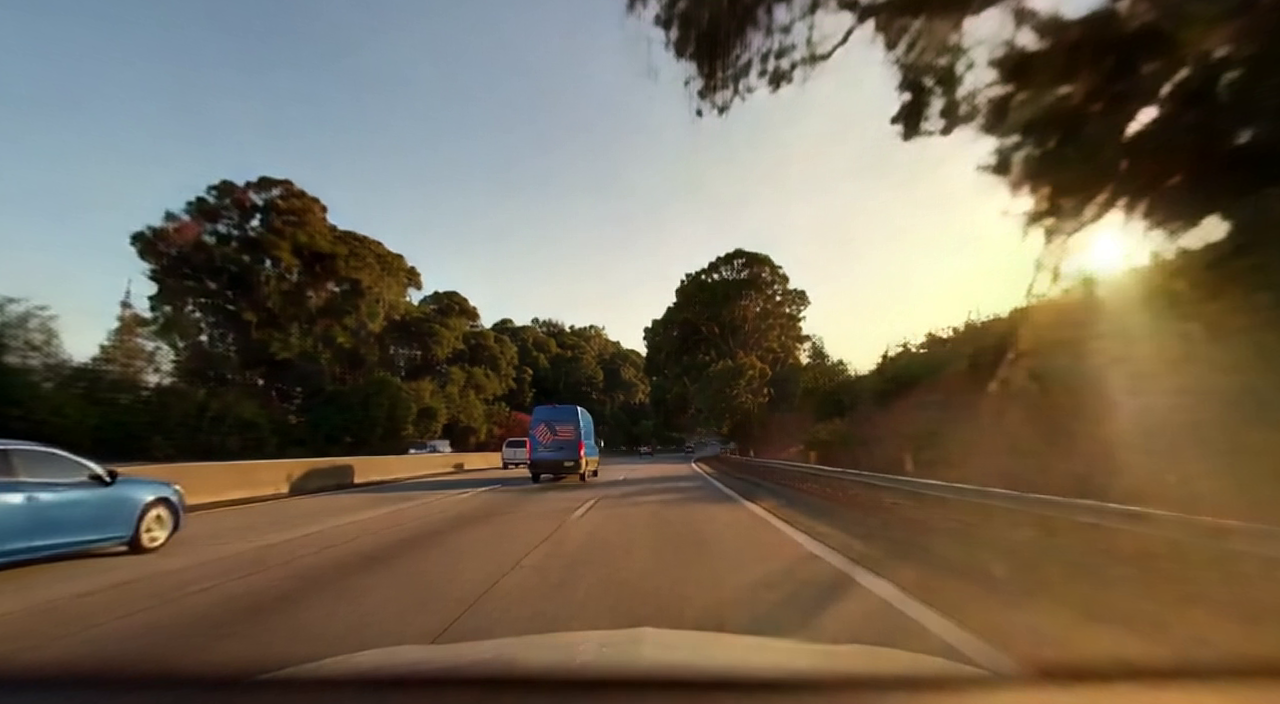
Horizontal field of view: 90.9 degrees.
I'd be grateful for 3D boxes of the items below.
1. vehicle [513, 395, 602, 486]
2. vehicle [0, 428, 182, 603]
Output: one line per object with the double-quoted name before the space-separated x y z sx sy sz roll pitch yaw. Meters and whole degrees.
"vehicle" -2.829 3.261 23.138 2.319 2.883 5.632 0 -8 2
"vehicle" -6.280 1.320 4.981 1.947 1.438 4.440 0 -8 1
